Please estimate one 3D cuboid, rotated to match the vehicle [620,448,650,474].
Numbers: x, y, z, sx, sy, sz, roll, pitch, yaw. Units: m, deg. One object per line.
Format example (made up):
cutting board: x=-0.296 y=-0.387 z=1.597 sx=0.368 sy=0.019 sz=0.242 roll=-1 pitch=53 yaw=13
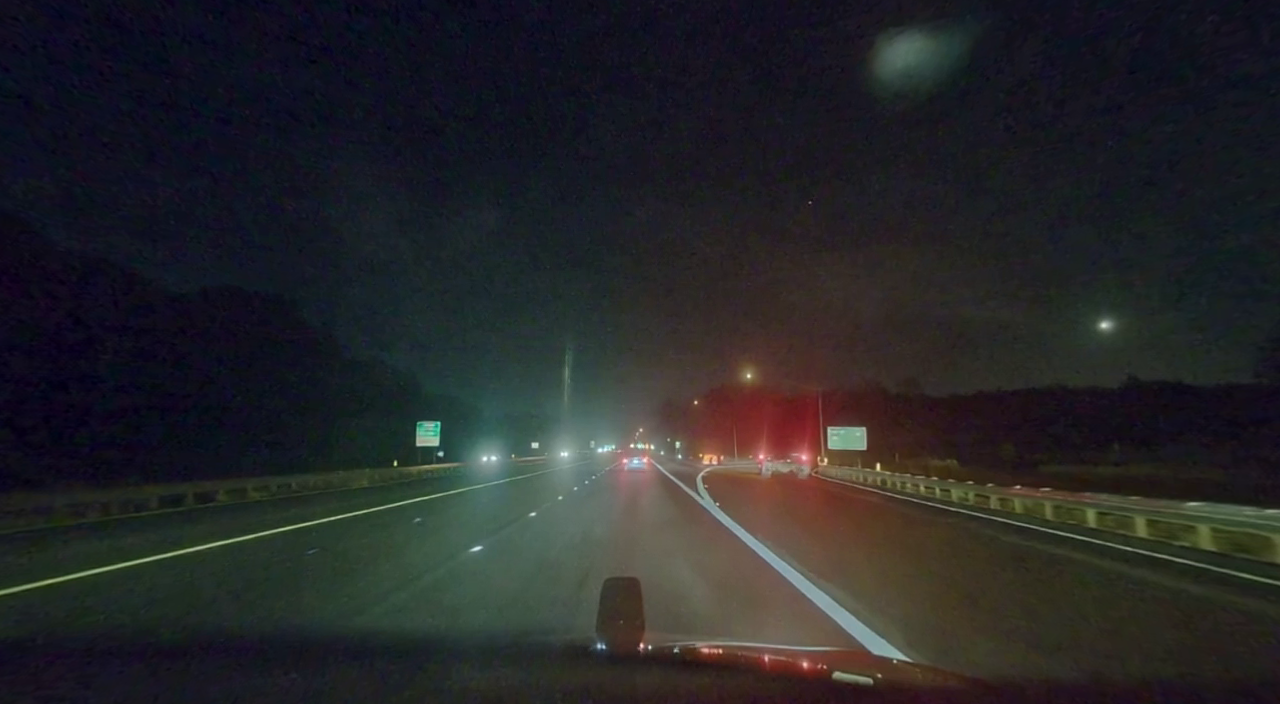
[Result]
vehicle: x=-0.264 y=6.341 z=36.810 sx=1.695 sy=1.437 sz=3.506 roll=0 pitch=-9 yaw=1
